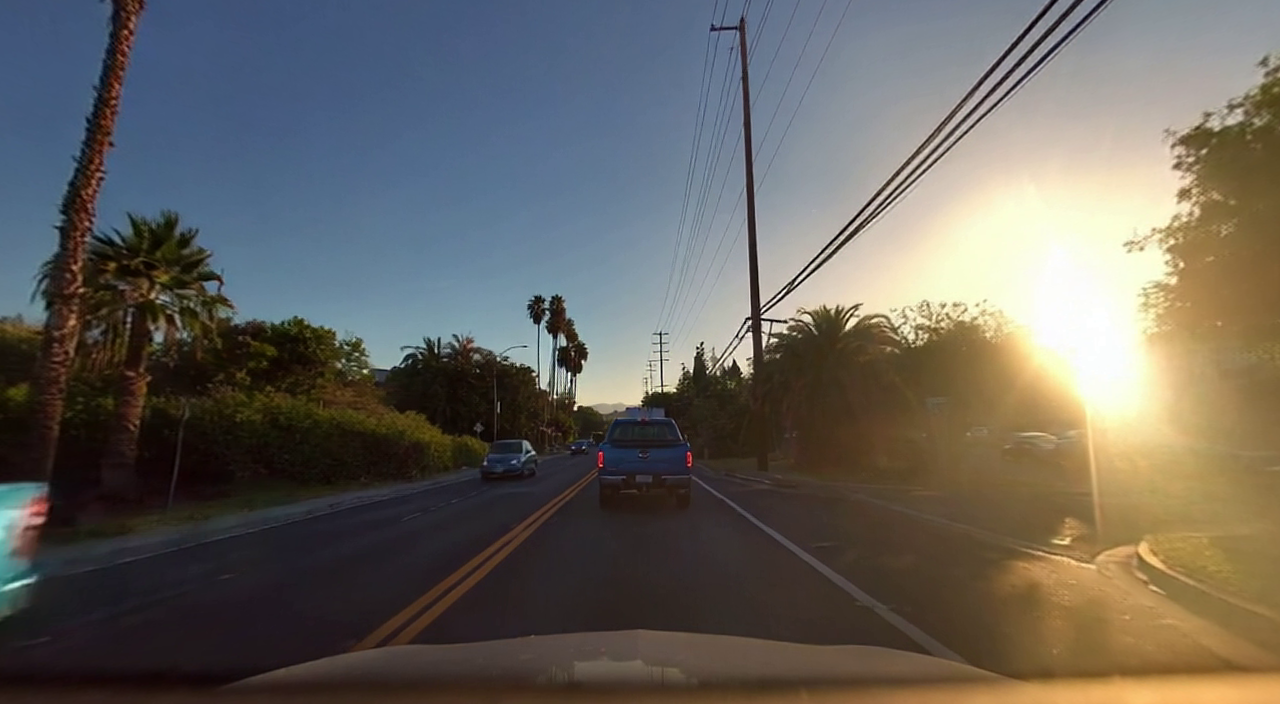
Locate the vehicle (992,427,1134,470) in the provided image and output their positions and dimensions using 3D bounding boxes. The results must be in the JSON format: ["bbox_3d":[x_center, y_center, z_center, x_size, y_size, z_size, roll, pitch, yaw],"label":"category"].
[{"bbox_3d":[20.331,4.712,30.873,2.277,1.836,6.267,0,-9,-4],"label":"vehicle"}]

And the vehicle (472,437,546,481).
[{"bbox_3d":[-5.217,4.321,25.869,2.159,1.627,4.505,0,-8,-1],"label":"vehicle"}]

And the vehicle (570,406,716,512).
[{"bbox_3d":[0.021,2.536,15.386,2.848,2.047,5.885,0,-8,-1],"label":"vehicle"}]
